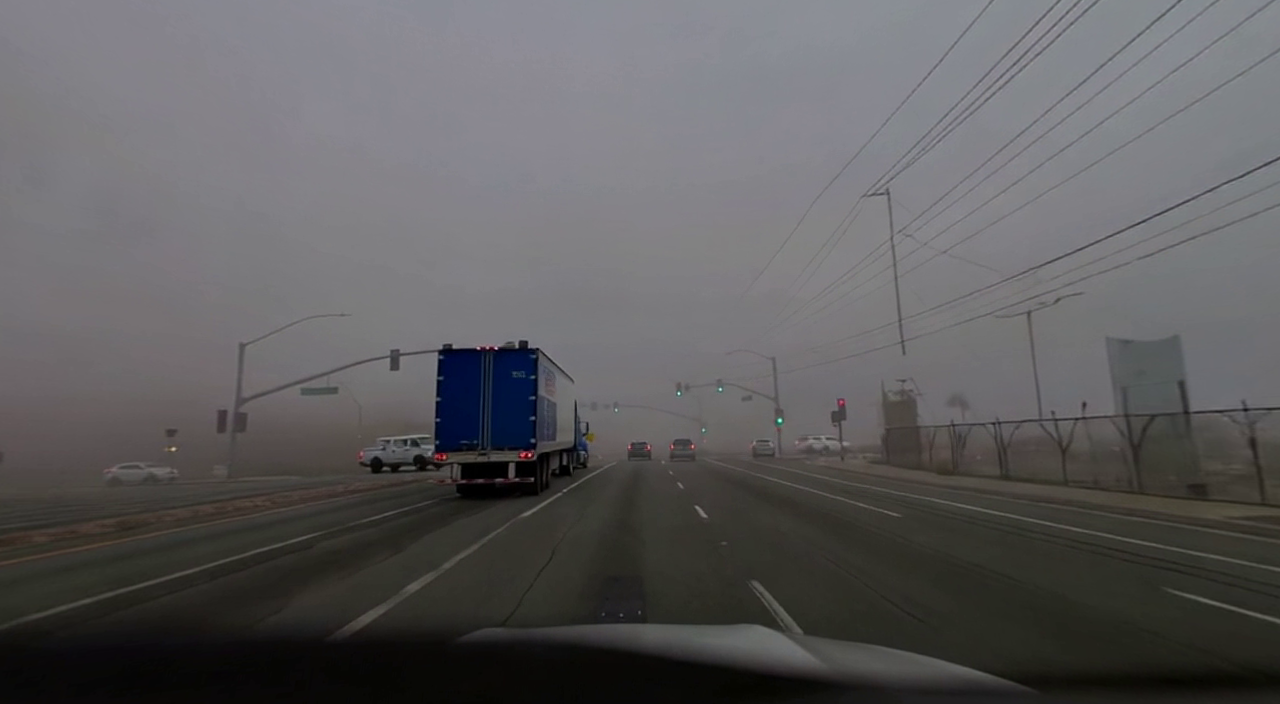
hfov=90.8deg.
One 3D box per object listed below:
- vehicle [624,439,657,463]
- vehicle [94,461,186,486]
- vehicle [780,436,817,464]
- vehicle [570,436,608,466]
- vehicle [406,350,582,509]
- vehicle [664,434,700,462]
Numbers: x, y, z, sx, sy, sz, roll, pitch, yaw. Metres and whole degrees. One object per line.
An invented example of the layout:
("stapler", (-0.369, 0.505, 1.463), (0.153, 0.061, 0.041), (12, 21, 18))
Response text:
("vehicle", (0.001, 6.747, 43.103), (2.117, 1.499, 4.036), (0, -8, -1))
("vehicle", (-36.541, 8.859, 46.269), (4.718, 1.630, 2.087), (2, -9, -12))
("vehicle", (10.339, 6.333, 40.946), (2.102, 1.662, 4.533), (-3, -9, 15))
("vehicle", (-3.181, 6.260, 40.079), (1.994, 1.806, 4.564), (0, -8, 0))
("vehicle", (-3.458, 2.230, 17.592), (2.889, 3.347, 8.285), (0, -8, 0))
("vehicle", (2.908, 6.727, 44.473), (2.086, 1.849, 4.607), (0, -8, -2))
